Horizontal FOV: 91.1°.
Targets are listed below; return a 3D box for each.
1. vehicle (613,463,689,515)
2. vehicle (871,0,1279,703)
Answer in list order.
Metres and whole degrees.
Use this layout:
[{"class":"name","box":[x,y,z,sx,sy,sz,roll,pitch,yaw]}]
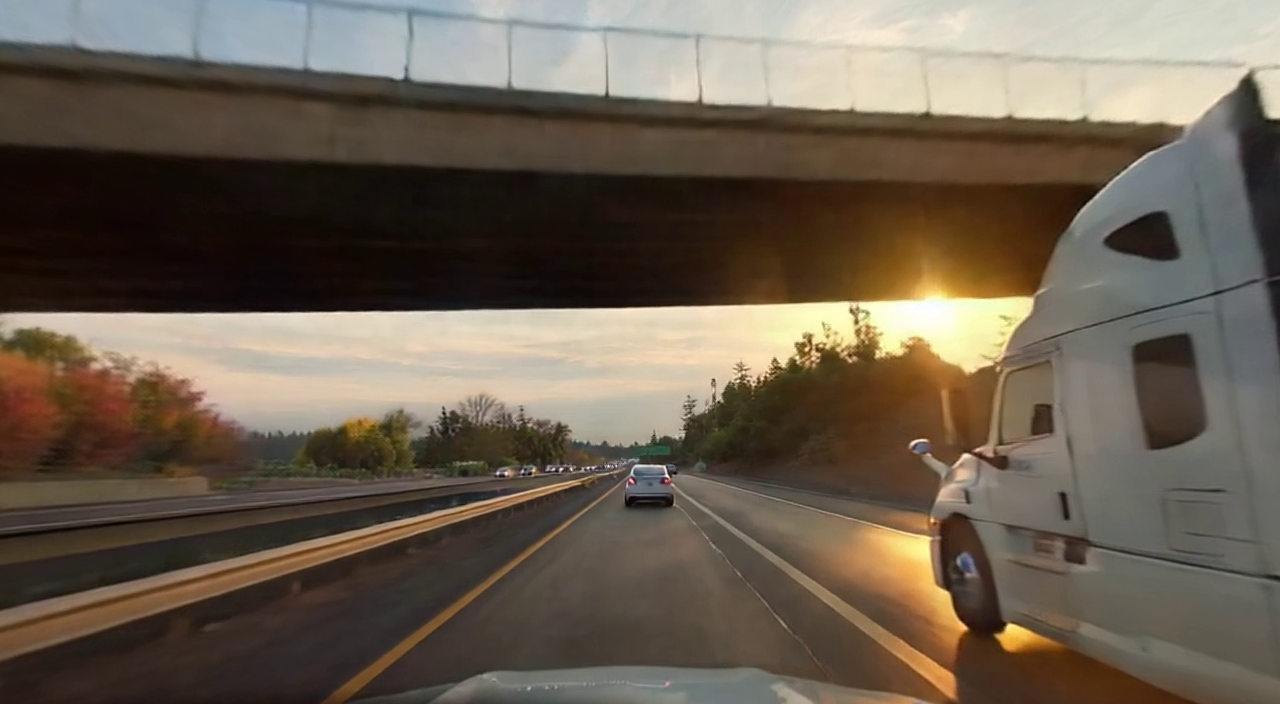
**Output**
[{"class":"vehicle","box":[0.328,4.237,19.720,2.156,1.444,3.762,1,-10,0]},{"class":"vehicle","box":[4.346,0.339,4.514,3.008,3.920,5.910,1,-10,0]}]
